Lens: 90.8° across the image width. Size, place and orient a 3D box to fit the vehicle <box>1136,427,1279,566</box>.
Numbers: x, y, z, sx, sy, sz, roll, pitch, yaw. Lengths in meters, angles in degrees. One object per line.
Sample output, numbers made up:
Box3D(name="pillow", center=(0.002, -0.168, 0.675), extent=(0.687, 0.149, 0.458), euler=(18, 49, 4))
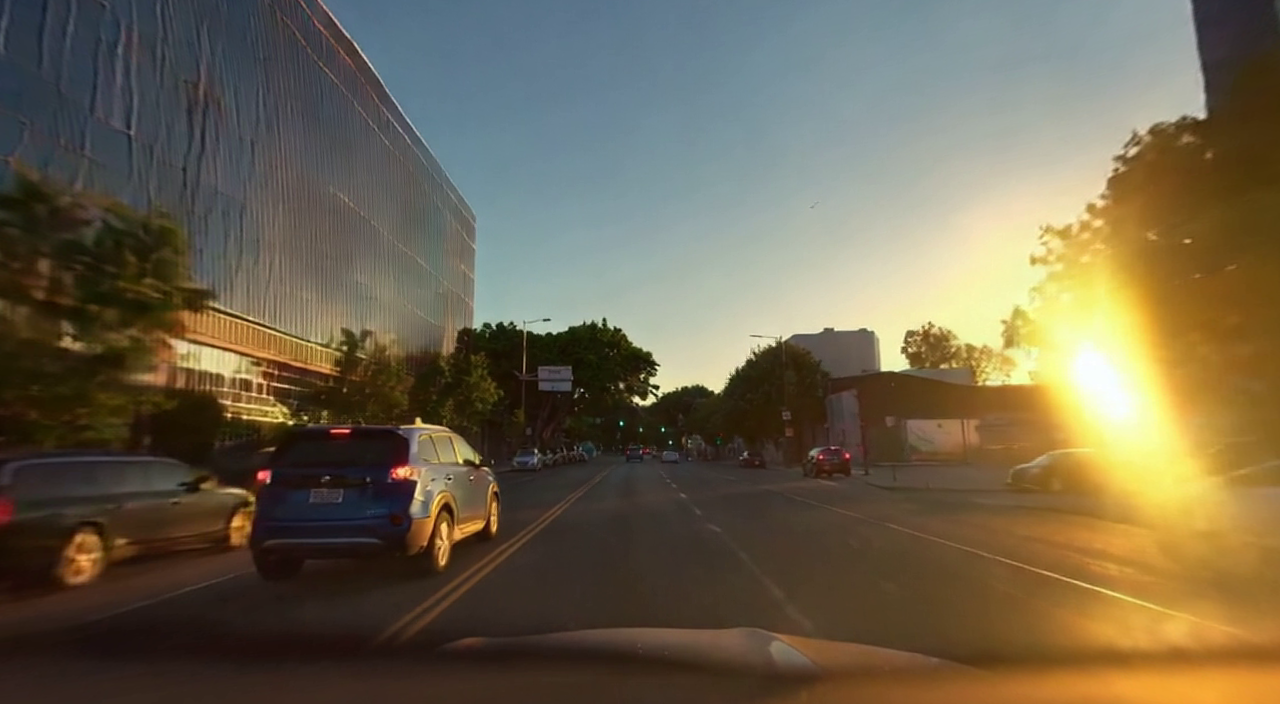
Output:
Box3D(name="vehicle", center=(9.029, 1.871, 7.824), extent=(2.005, 1.726, 4.658), euler=(5, -8, -1))

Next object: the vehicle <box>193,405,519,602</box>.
Box3D(name="vehicle", center=(-2.999, 1.699, 7.967), extent=(2.002, 1.756, 4.366), euler=(-1, -8, 1))

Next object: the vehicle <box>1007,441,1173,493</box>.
Box3D(name="vehicle", center=(17.118, 4.375, 24.229), extent=(4.693, 1.827, 2.098), euler=(0, -9, 0))

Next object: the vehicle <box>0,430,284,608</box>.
Box3D(name="vehicle", center=(-6.873, 1.931, 8.278), extent=(1.825, 1.679, 4.336), euler=(-1, -8, 1))

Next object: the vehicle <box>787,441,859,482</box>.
Box3D(name="vehicle", center=(9.329, 5.607, 32.726), extent=(2.129, 1.929, 5.537), euler=(-1, -8, 1))
